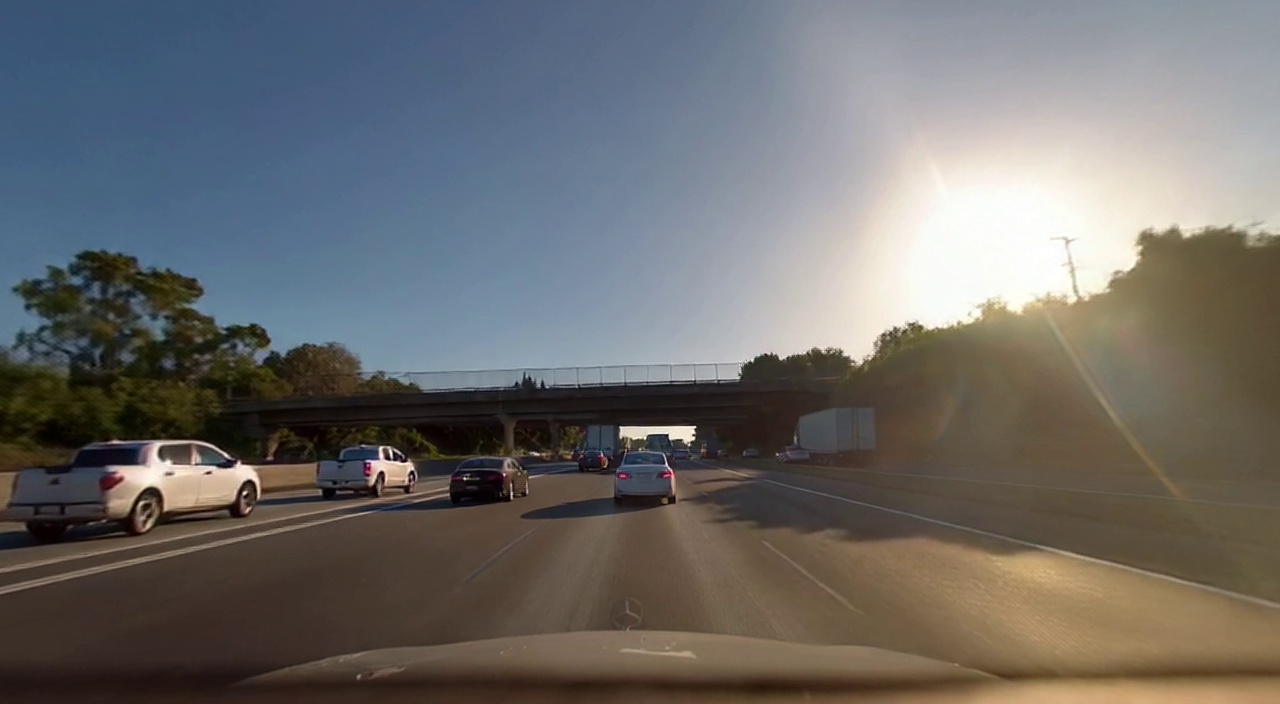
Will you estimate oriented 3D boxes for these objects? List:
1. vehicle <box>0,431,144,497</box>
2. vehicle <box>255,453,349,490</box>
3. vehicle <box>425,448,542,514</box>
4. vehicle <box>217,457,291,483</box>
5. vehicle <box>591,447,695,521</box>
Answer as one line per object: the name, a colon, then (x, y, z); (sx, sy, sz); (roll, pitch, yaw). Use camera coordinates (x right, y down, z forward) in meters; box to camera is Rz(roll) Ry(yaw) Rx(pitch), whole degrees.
vehicle: (-32.022, 6.246, 35.621); (2.761, 3.380, 5.944); (-1, -9, 2)
vehicle: (-15.325, 5.404, 28.847); (1.949, 1.540, 4.064); (-1, -9, 2)
vehicle: (-3.994, 3.358, 16.899); (1.929, 1.509, 4.331); (0, -9, 1)
vehicle: (-27.386, 8.382, 44.907); (1.962, 1.694, 4.917); (-1, -9, 2)
vehicle: (0.085, 2.944, 14.544); (2.057, 1.449, 3.931); (0, -9, 1)
